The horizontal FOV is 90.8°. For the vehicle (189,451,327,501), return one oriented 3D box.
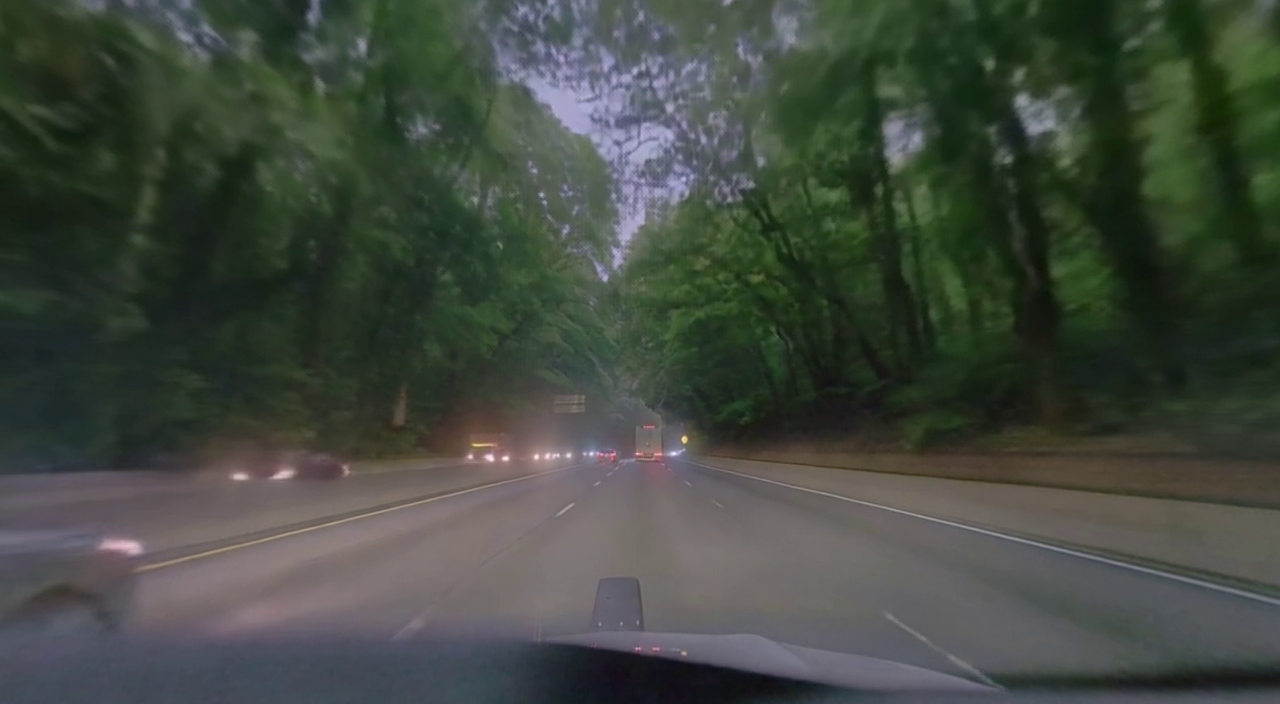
[{"bbox_3d":[-12.178,3.944,20.468,1.953,1.454,3.938,0,-9,0],"label":"vehicle"}]
